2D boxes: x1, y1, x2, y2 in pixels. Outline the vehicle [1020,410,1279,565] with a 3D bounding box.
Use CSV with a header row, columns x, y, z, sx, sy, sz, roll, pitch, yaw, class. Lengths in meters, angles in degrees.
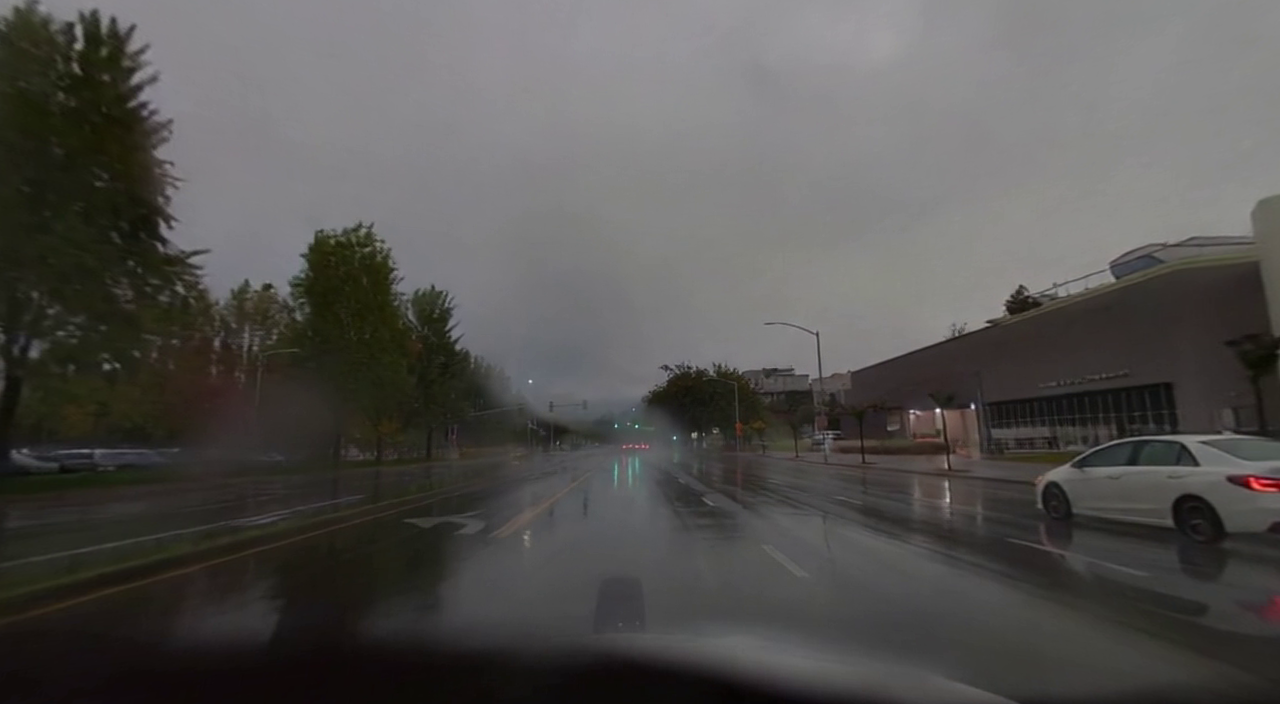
x,y,z,sx,sy,sz,roll,pitch,yaw,class
7.684,1.751,8.892,1.918,1.632,4.368,0,-8,0,vehicle
